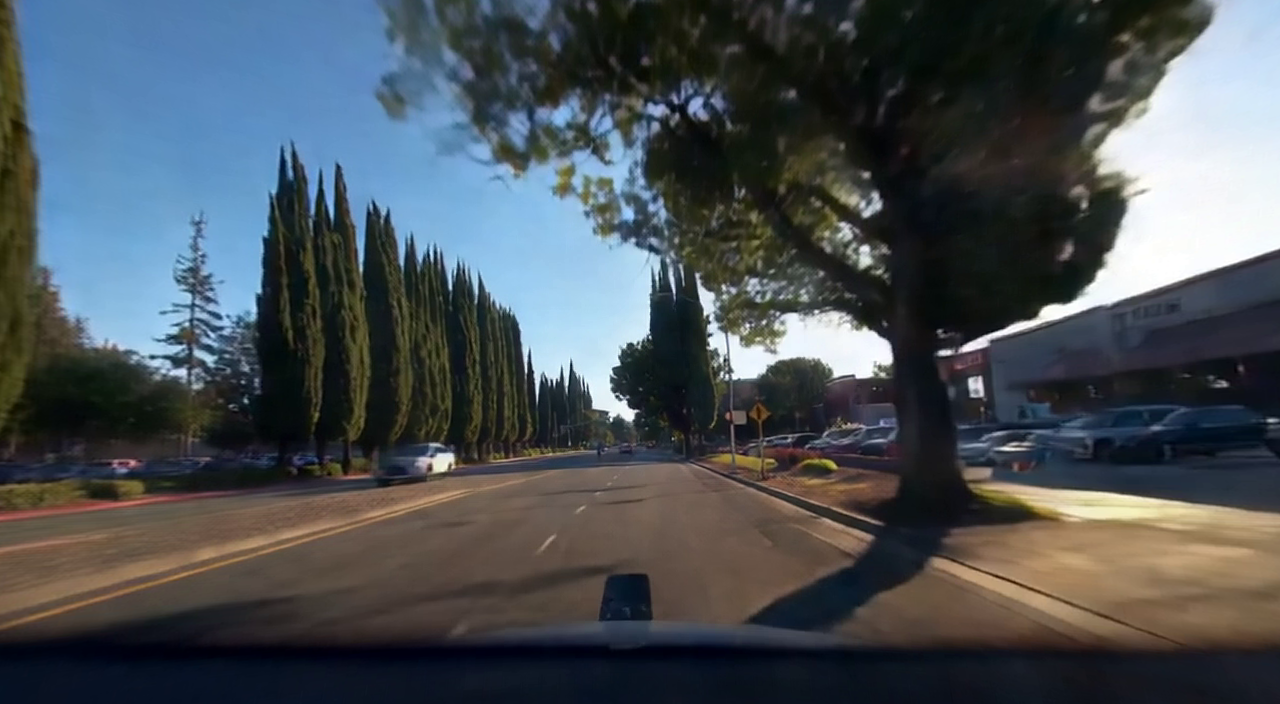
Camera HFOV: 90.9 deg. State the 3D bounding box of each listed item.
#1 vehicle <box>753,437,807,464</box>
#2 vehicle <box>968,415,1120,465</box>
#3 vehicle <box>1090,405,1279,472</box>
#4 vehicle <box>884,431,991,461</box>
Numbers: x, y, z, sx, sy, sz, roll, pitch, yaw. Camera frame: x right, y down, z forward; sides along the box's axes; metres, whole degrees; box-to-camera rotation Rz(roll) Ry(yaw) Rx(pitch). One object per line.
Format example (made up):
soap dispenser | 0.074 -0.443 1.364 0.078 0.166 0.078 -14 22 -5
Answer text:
vehicle | 8.228 5.865 37.479 2.056 1.449 4.679 -1 -8 -1
vehicle | 14.750 3.290 23.168 4.387 1.532 1.930 -9 -12 34
vehicle | 15.314 2.314 16.925 4.952 1.486 2.011 -9 -10 30
vehicle | 14.941 4.729 31.739 4.631 1.384 1.906 -5 -10 32
